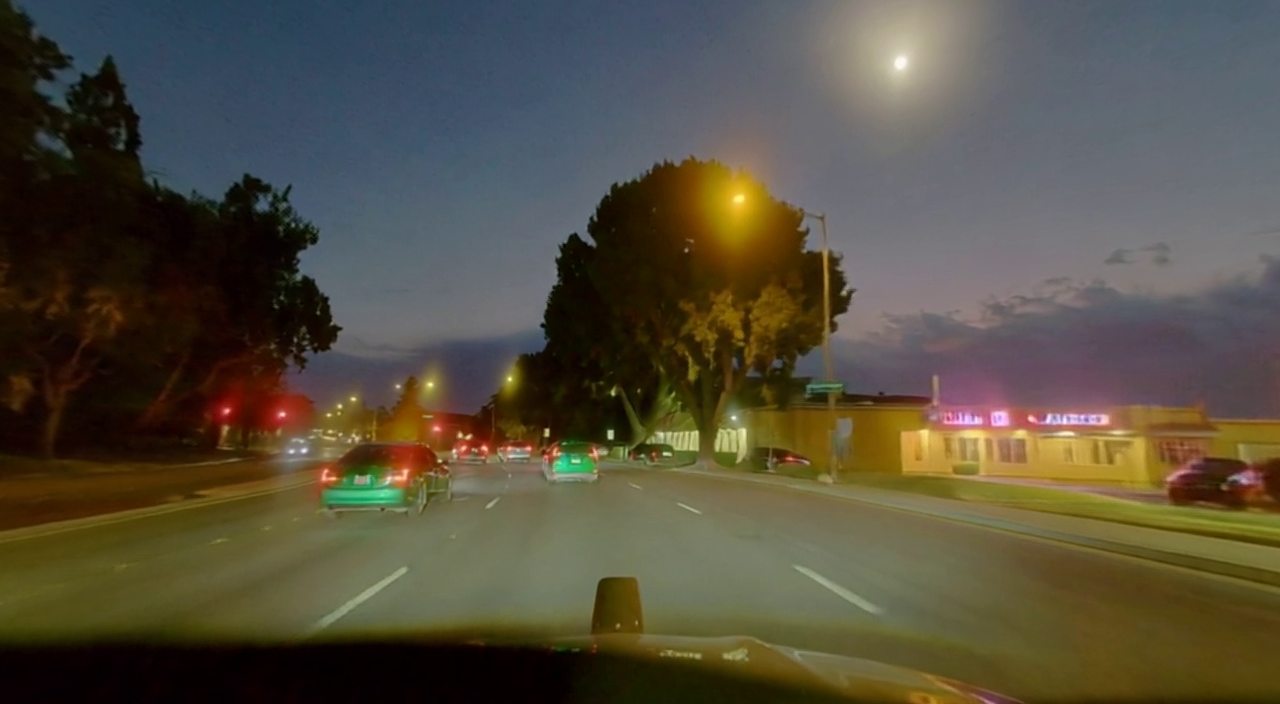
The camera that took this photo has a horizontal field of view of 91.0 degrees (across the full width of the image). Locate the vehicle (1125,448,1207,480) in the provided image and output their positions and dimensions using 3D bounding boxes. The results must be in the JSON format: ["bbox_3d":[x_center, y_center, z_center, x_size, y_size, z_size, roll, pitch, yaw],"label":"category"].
[{"bbox_3d":[27.246,5.750,32.580,4.378,1.445,2.084,5,-10,-35],"label":"vehicle"}]

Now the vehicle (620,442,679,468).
[{"bbox_3d":[0.545,6.597,40.423,1.952,1.547,4.091,5,-9,-31],"label":"vehicle"}]

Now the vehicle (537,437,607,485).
[{"bbox_3d":[-2.459,3.705,21.879,2.001,1.483,4.442,1,-8,-11],"label":"vehicle"}]

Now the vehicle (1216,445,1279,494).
[{"bbox_3d":[23.604,4.293,23.339,4.486,1.658,2.031,5,-10,-32],"label":"vehicle"}]

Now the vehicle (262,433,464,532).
[{"bbox_3d":[-4.933,2.344,12.148,2.105,1.477,4.857,1,-8,-6],"label":"vehicle"}]

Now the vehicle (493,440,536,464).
[{"bbox_3d":[-8.027,6.316,40.008,1.920,1.416,4.310,3,-9,-22],"label":"vehicle"}]

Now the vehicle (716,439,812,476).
[{"bbox_3d":[6.147,5.277,31.811,2.095,1.697,4.801,4,-9,-30],"label":"vehicle"}]
